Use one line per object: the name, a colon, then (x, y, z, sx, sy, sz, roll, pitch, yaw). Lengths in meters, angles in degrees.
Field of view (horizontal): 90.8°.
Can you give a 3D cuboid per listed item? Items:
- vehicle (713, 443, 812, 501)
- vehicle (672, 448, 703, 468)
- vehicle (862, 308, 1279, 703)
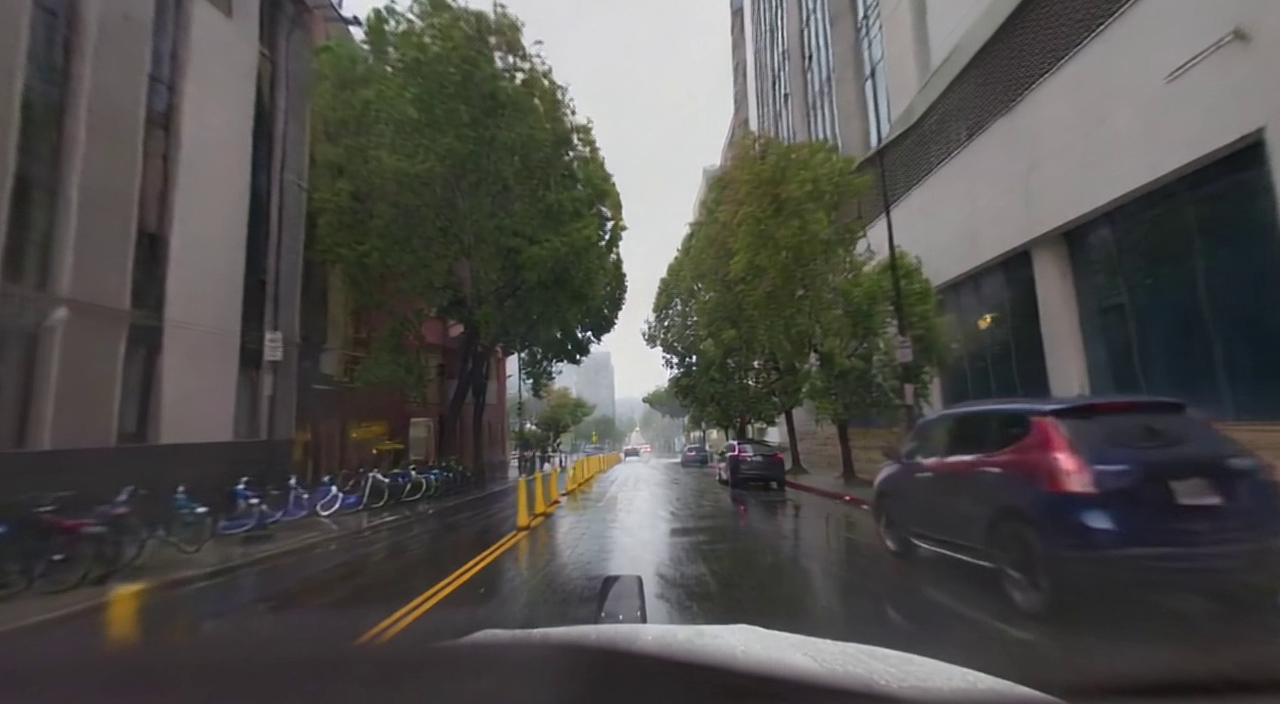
vehicle: (3.421, 3.440, 18.641, 1.963, 1.445, 4.948, -1, -9, 1)
vehicle: (3.682, 8.216, 49.328, 2.020, 1.448, 4.220, -1, -9, -1)
vehicle: (3.731, 1.088, 4.877, 2.180, 1.869, 4.736, -1, -9, -1)
